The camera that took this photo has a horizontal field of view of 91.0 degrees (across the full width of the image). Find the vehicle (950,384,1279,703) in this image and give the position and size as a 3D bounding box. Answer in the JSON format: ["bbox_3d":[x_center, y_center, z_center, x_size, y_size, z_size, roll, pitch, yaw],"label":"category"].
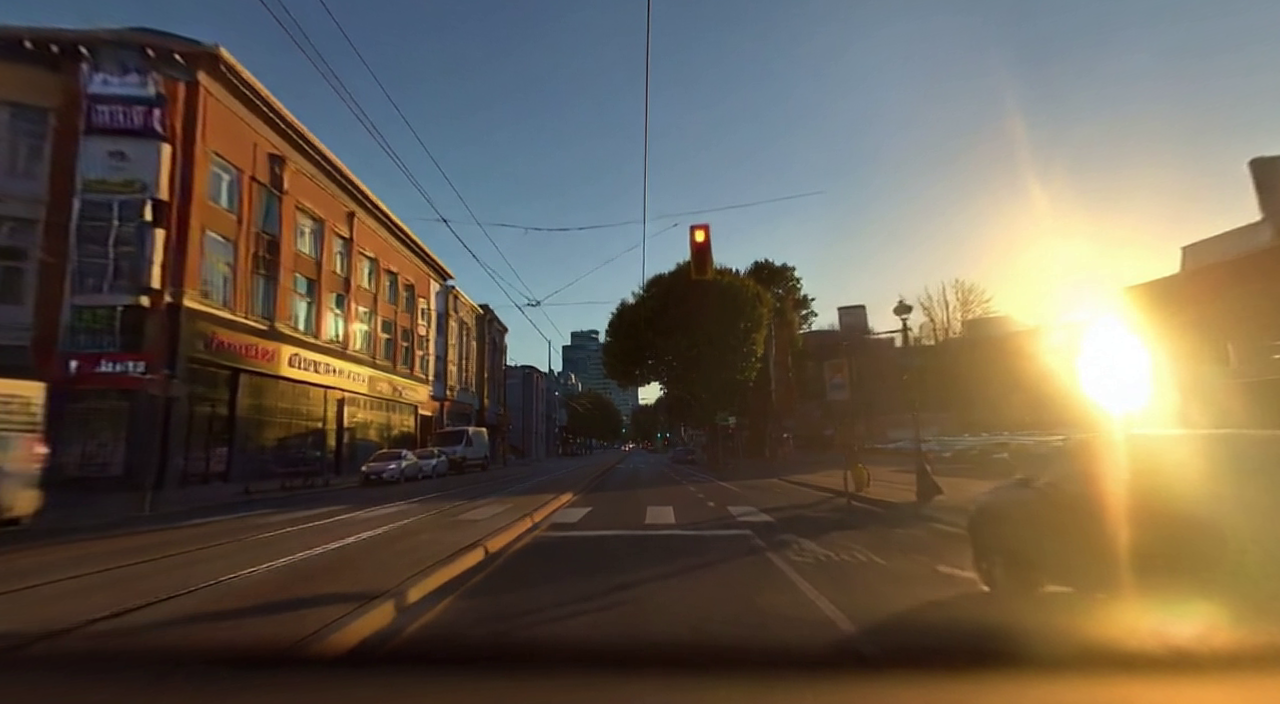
[{"bbox_3d":[3.899,1.117,4.180,1.869,1.557,3.501,0,-8,0],"label":"vehicle"}]

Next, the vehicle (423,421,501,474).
[{"bbox_3d":[-10.387,5.667,37.568,2.378,2.765,7.920,0,-8,0],"label":"vehicle"}]

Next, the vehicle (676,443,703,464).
[{"bbox_3d":[3.782,7.786,48.504,1.819,1.546,3.681,0,-8,1],"label":"vehicle"}]

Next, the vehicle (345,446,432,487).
[{"bbox_3d":[-9.992,4.557,25.375,1.897,1.464,4.209,0,-8,-2],"label":"vehicle"}]

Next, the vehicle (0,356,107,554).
[{"bbox_3d":[-10.210,1.200,7.205,2.291,2.745,6.492,-1,-9,2],"label":"vehicle"}]
